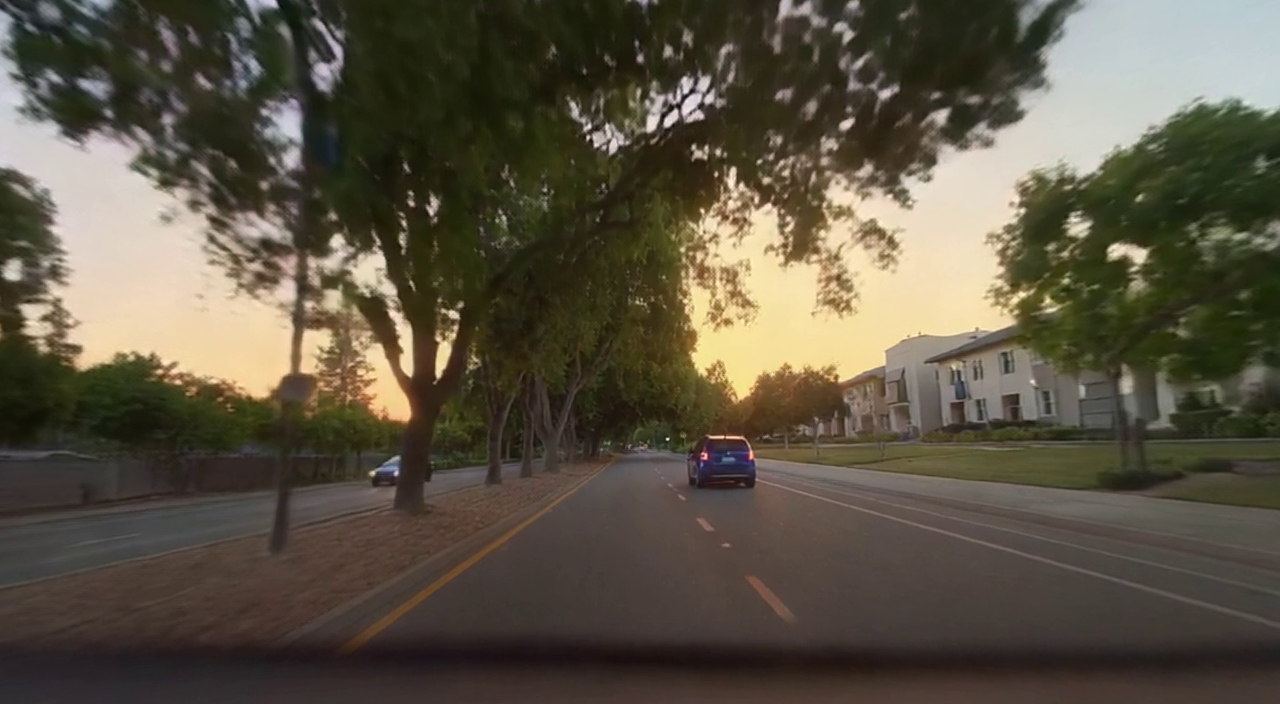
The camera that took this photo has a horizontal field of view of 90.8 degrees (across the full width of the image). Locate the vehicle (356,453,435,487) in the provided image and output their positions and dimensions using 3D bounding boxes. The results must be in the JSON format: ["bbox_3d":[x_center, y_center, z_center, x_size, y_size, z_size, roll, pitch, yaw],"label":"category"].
[{"bbox_3d":[-11.771,5.690,30.813,1.968,1.476,4.631,0,-9,1],"label":"vehicle"}]

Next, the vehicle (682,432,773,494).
[{"bbox_3d":[2.621,3.462,20.020,2.164,1.725,4.285,0,-9,-1],"label":"vehicle"}]
